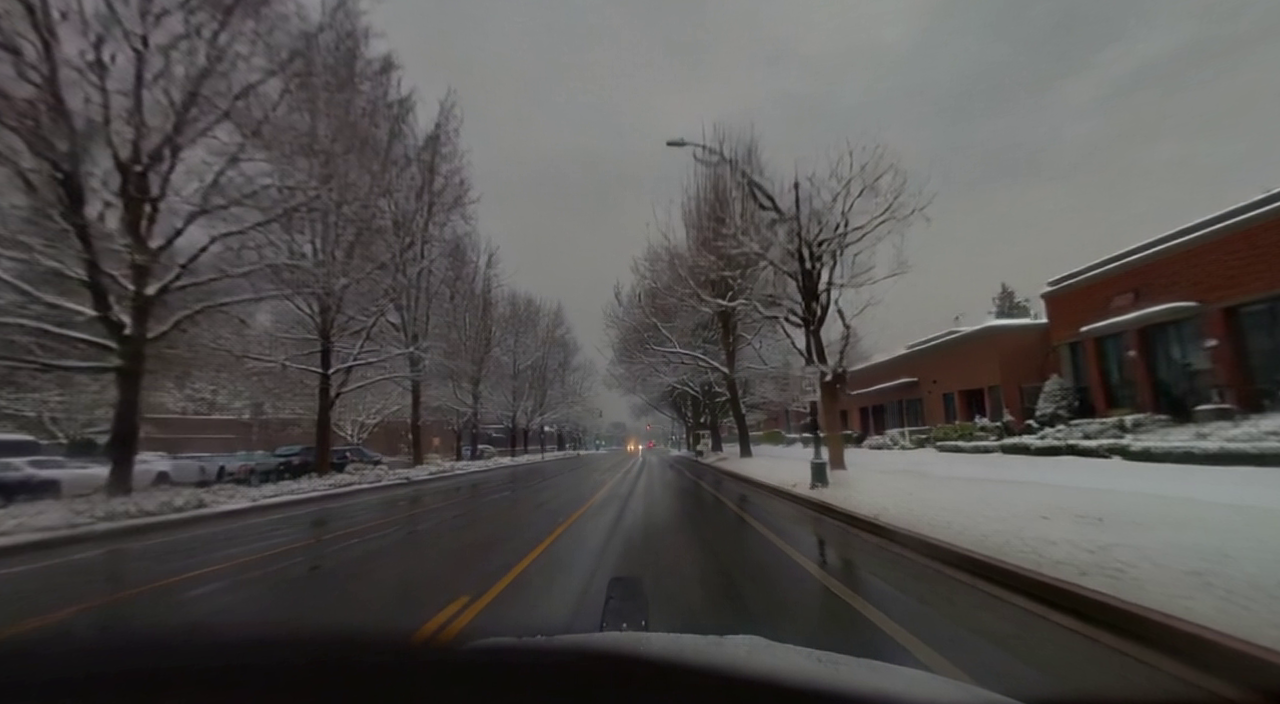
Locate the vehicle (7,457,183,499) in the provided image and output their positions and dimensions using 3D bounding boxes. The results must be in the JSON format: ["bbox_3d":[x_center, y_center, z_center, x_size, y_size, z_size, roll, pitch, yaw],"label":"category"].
[{"bbox_3d":[-19.652,4.537,22.901,4.567,1.402,1.910,0,-9,0],"label":"vehicle"}]

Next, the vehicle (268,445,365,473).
[{"bbox_3d":[-18.909,6.256,37.018,4.606,1.544,1.965,0,-9,0],"label":"vehicle"}]

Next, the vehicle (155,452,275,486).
[{"bbox_3d":[-19.199,5.278,28.619,4.005,1.433,1.953,0,-9,0],"label":"vehicle"}]
